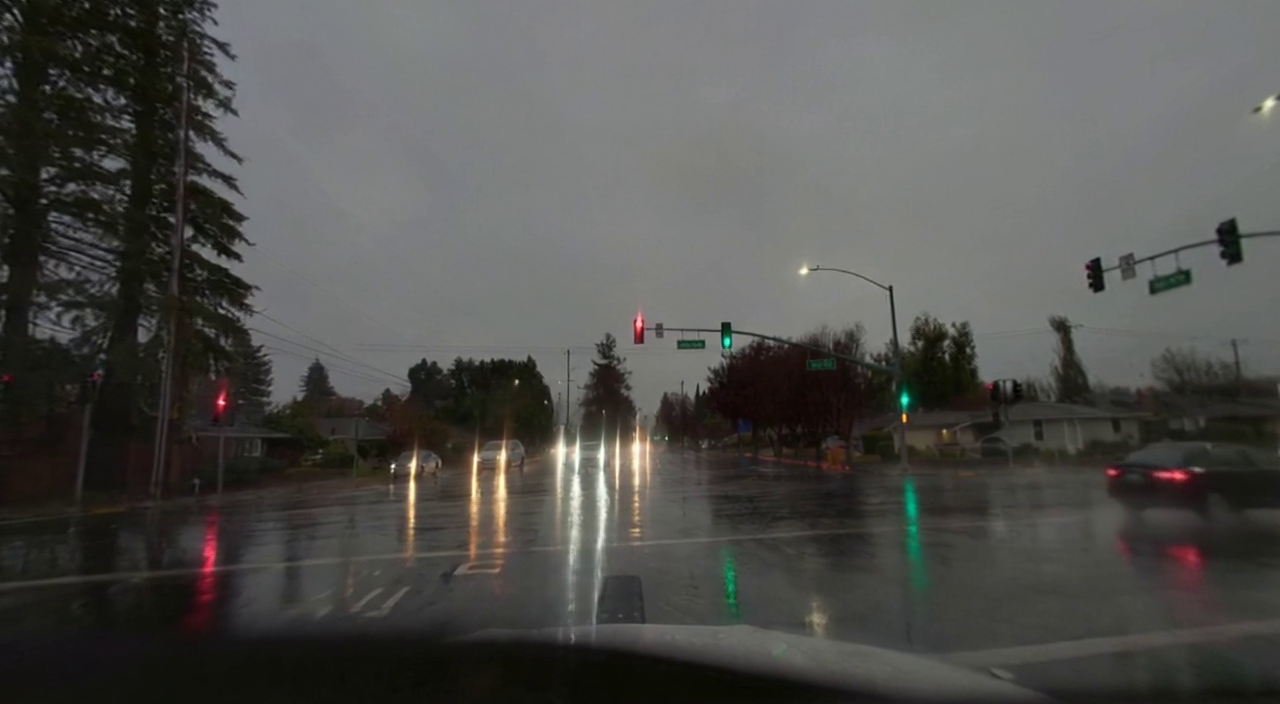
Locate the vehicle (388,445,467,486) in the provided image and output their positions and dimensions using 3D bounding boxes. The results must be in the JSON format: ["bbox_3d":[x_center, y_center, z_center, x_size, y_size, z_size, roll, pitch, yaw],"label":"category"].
[{"bbox_3d":[-10.148,5.442,30.624,2.241,1.819,4.690,0,-9,-1],"label":"vehicle"}]

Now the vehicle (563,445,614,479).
[{"bbox_3d":[-2.394,5.254,30.562,2.174,1.477,4.805,0,-9,-1],"label":"vehicle"}]

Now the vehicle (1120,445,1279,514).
[{"bbox_3d":[13.805,2.808,14.402,4.443,1.367,2.197,2,-9,-16],"label":"vehicle"}]

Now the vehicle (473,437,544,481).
[{"bbox_3d":[-6.371,5.274,31.426,2.479,1.977,5.254,0,-9,-1],"label":"vehicle"}]
